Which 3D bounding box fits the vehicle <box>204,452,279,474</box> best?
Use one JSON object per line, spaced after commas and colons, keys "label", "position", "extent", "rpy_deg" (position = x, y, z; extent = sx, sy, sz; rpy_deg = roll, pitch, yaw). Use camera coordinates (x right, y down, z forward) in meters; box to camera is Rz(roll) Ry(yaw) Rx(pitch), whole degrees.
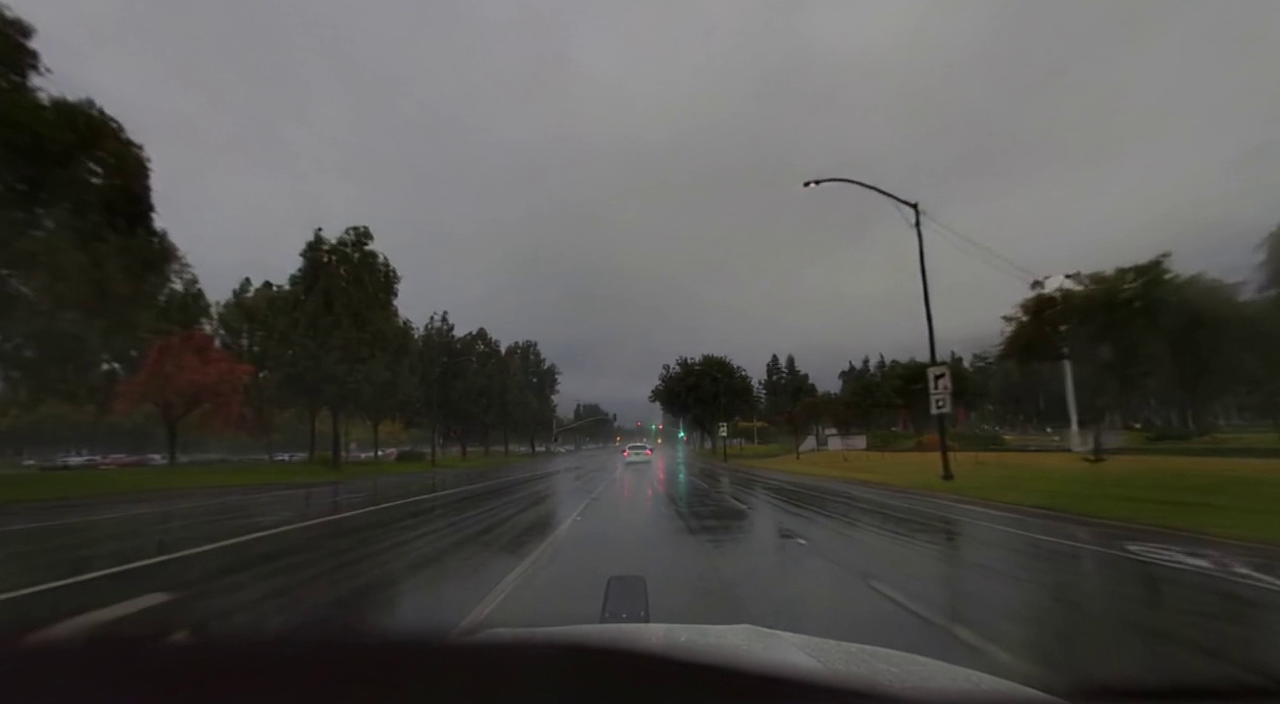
{"label": "vehicle", "position": [-30.149, 8.401, 47.787], "extent": [4.392, 1.602, 1.860], "rpy_deg": [-1, -8, 1]}

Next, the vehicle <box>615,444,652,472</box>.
{"label": "vehicle", "position": [-0.391, 6.058, 36.436], "extent": [1.978, 1.499, 3.915], "rpy_deg": [0, -8, -1]}

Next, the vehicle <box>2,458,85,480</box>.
{"label": "vehicle", "position": [-42.881, 8.397, 45.416], "extent": [4.030, 1.479, 1.868], "rpy_deg": [0, -8, -1]}
